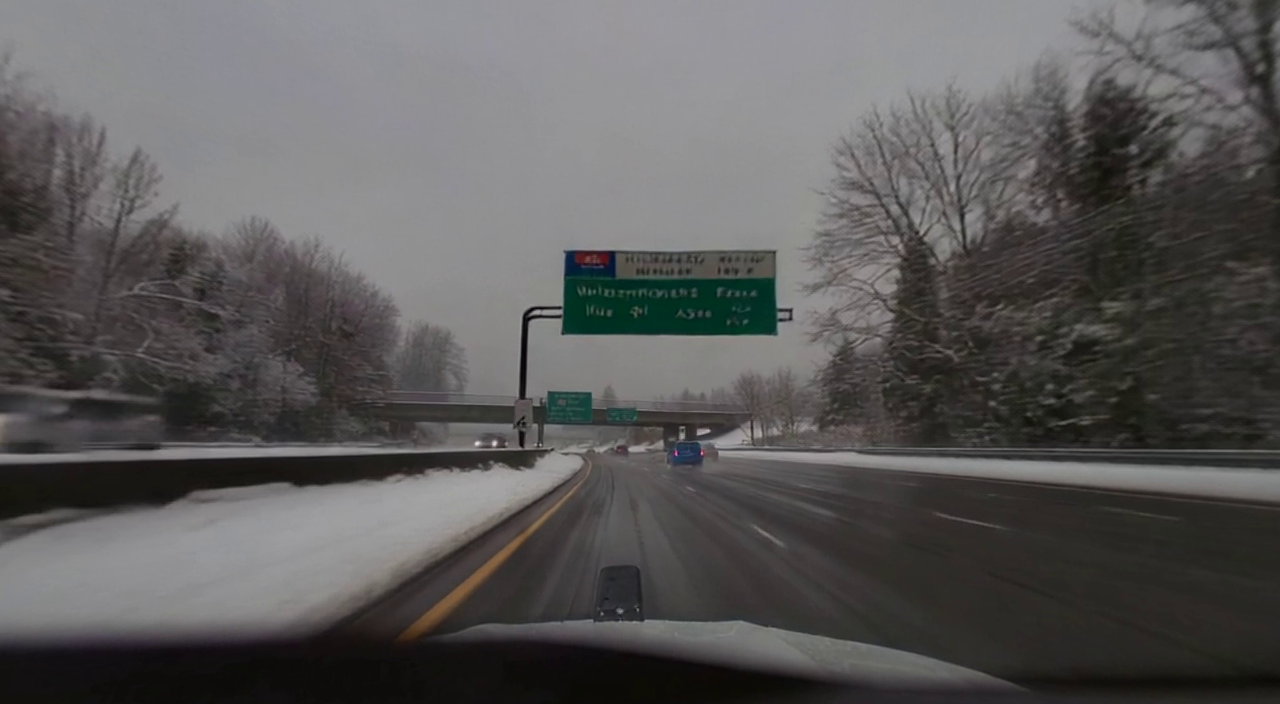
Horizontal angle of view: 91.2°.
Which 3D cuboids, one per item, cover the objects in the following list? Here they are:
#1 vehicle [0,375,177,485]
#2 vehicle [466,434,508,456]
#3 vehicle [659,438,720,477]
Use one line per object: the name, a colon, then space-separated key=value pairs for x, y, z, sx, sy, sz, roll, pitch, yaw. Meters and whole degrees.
vehicle: x=-9.599 y=1.267 z=9.801 sx=1.812 sy=1.479 sz=3.751 roll=0 pitch=-9 yaw=0
vehicle: x=-10.844 y=6.662 z=44.659 sx=2.075 sy=1.502 sz=4.483 roll=0 pitch=-9 yaw=-3
vehicle: x=2.191 y=4.879 z=29.024 sx=2.337 sy=1.633 sz=4.222 roll=0 pitch=-9 yaw=-2
